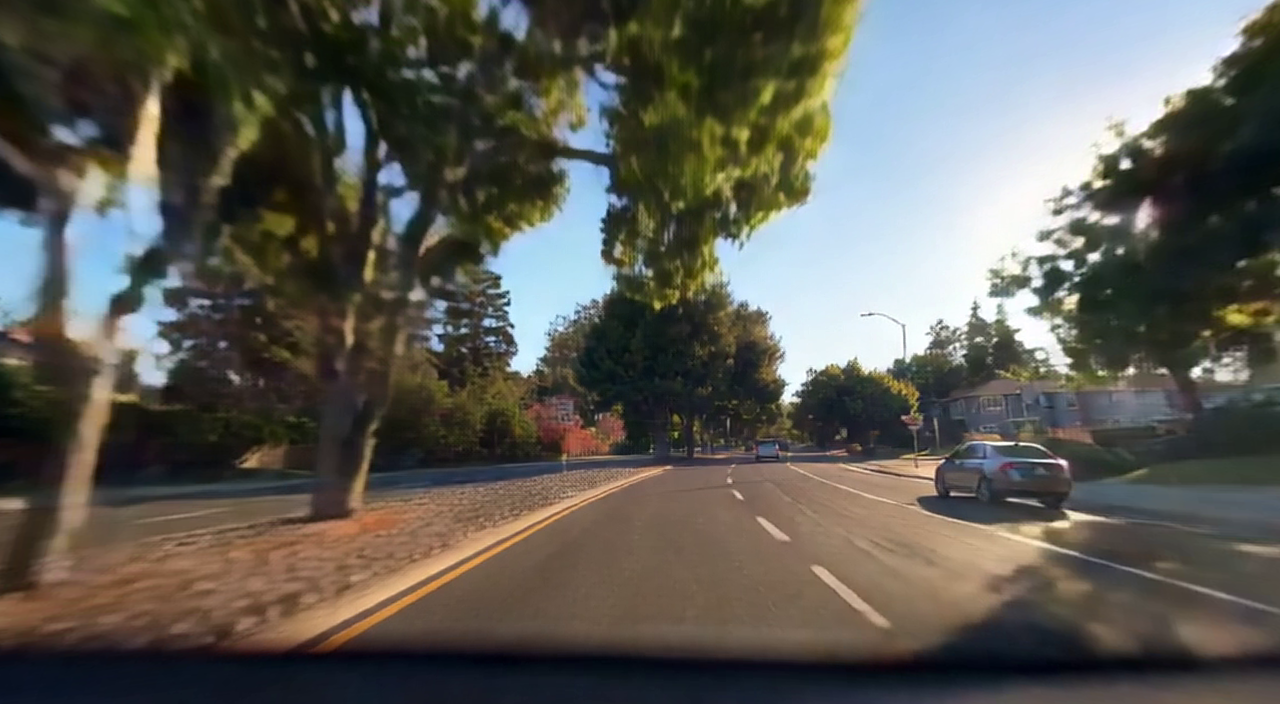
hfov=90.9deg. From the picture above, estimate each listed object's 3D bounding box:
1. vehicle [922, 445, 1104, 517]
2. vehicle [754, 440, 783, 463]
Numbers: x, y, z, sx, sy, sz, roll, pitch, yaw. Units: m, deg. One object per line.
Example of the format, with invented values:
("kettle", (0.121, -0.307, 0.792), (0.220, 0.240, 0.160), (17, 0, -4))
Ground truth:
("vehicle", (8.568, 2.945, 15.040), (1.855, 1.444, 4.389), (-1, -8, 3))
("vehicle", (9.983, 7.710, 49.152), (1.991, 1.684, 4.127), (-2, -8, 10))
